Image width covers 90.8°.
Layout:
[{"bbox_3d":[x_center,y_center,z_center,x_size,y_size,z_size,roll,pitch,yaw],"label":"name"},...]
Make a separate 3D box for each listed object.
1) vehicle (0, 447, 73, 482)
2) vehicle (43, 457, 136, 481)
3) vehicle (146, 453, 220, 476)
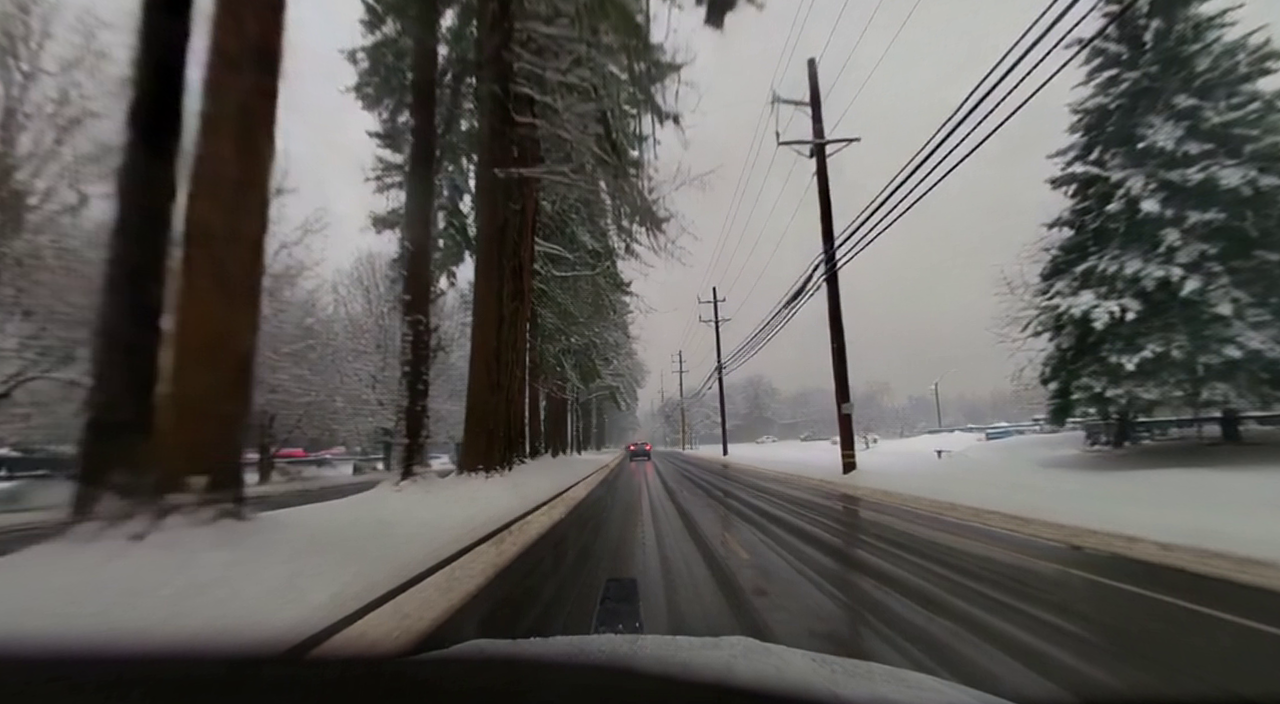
[{"bbox_3d":[-33.672,5.965,33.556,5.024,1.788,2.150,-1,-9,2],"label":"vehicle"},{"bbox_3d":[-33.993,7.204,39.078,4.035,1.392,1.952,-1,-9,5],"label":"vehicle"},{"bbox_3d":[-33.499,8.259,46.356,3.967,1.373,1.853,-3,-8,-1],"label":"vehicle"}]
